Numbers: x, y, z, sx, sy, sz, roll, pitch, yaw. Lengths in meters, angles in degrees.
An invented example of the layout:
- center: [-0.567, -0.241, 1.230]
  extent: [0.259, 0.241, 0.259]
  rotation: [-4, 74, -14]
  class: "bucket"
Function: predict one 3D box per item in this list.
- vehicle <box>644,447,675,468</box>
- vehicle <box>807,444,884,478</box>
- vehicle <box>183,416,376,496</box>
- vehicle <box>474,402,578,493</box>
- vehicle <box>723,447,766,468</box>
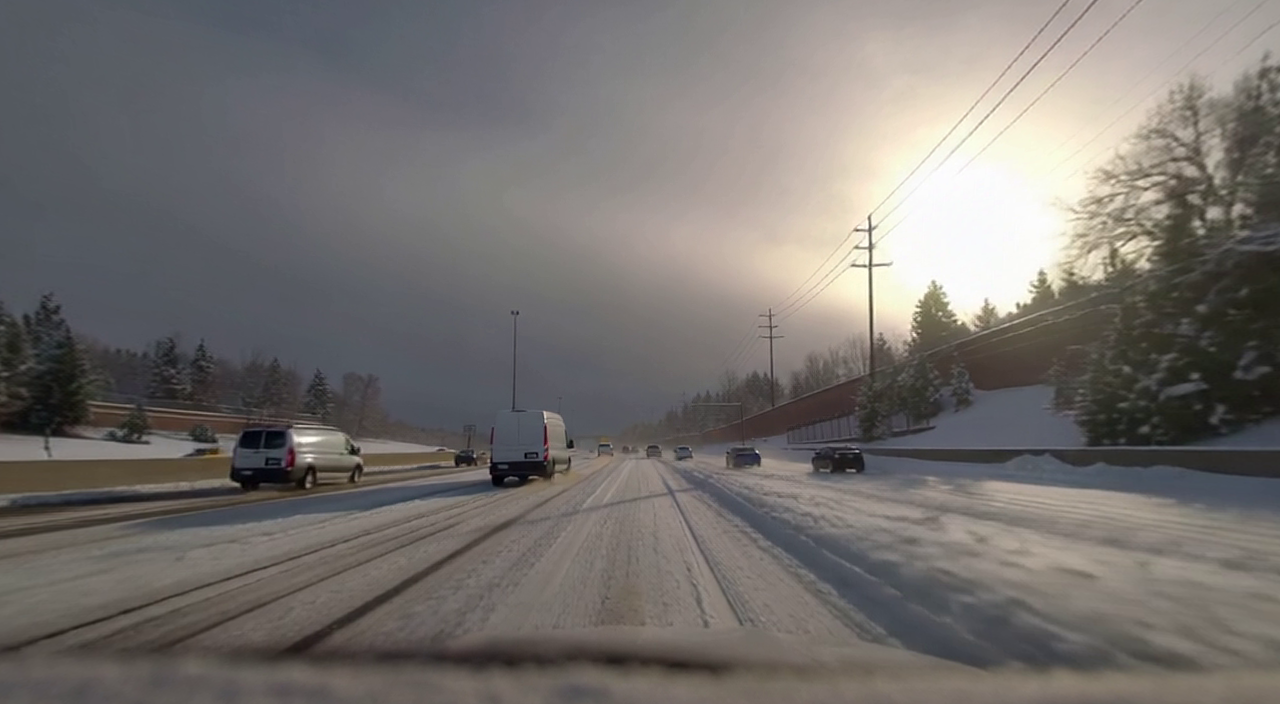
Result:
- center: [1.418, 7.915, 47.533]
  extent: [2.084, 1.492, 4.137]
  rotation: [0, -9, -1]
  class: "vehicle"
- center: [9.719, 5.193, 30.203]
  extent: [2.052, 1.470, 4.364]
  rotation: [0, -9, -3]
  class: "vehicle"
- center: [-11.295, 3.354, 20.606]
  extent: [2.596, 2.162, 6.328]
  rotation: [0, -9, -1]
  class: "vehicle"
- center: [-3.660, 3.258, 21.572]
  extent: [2.395, 2.660, 5.827]
  rotation: [0, -9, 0]
  class: "vehicle"
- center: [7.728, 7.828, 46.884]
  extent: [2.095, 1.504, 4.536]
  rotation: [0, -9, -4]
  class: "vehicle"
